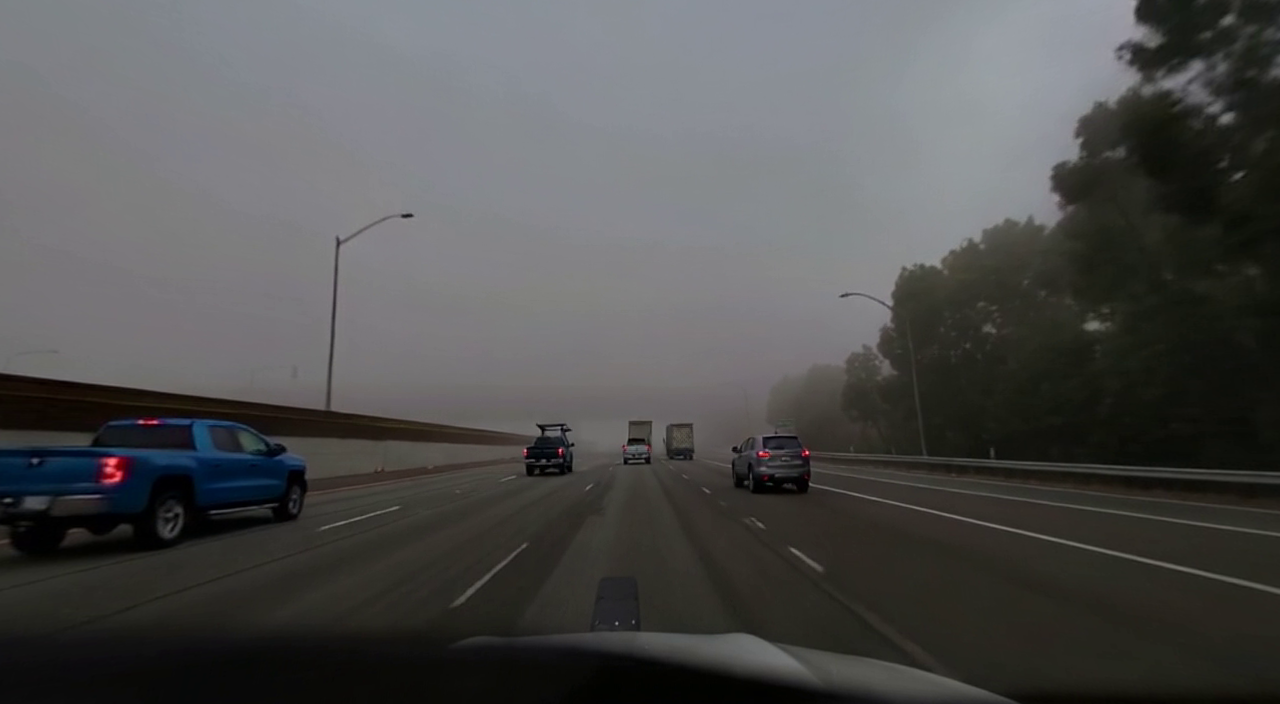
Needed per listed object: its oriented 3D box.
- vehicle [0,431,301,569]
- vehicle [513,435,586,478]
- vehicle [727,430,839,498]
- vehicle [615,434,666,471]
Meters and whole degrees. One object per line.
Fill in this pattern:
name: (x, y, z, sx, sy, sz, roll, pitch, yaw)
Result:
vehicle: (-7.101, 1.923, 9.062, 1.947, 1.444, 4.595, 0, -9, 0)
vehicle: (-3.861, 4.592, 27.907, 2.535, 1.715, 5.030, 0, -9, -1)
vehicle: (3.835, 3.091, 17.729, 2.119, 1.653, 4.000, 0, -9, -1)
vehicle: (0.015, 5.453, 34.321, 2.572, 1.837, 5.693, 0, -9, 0)
